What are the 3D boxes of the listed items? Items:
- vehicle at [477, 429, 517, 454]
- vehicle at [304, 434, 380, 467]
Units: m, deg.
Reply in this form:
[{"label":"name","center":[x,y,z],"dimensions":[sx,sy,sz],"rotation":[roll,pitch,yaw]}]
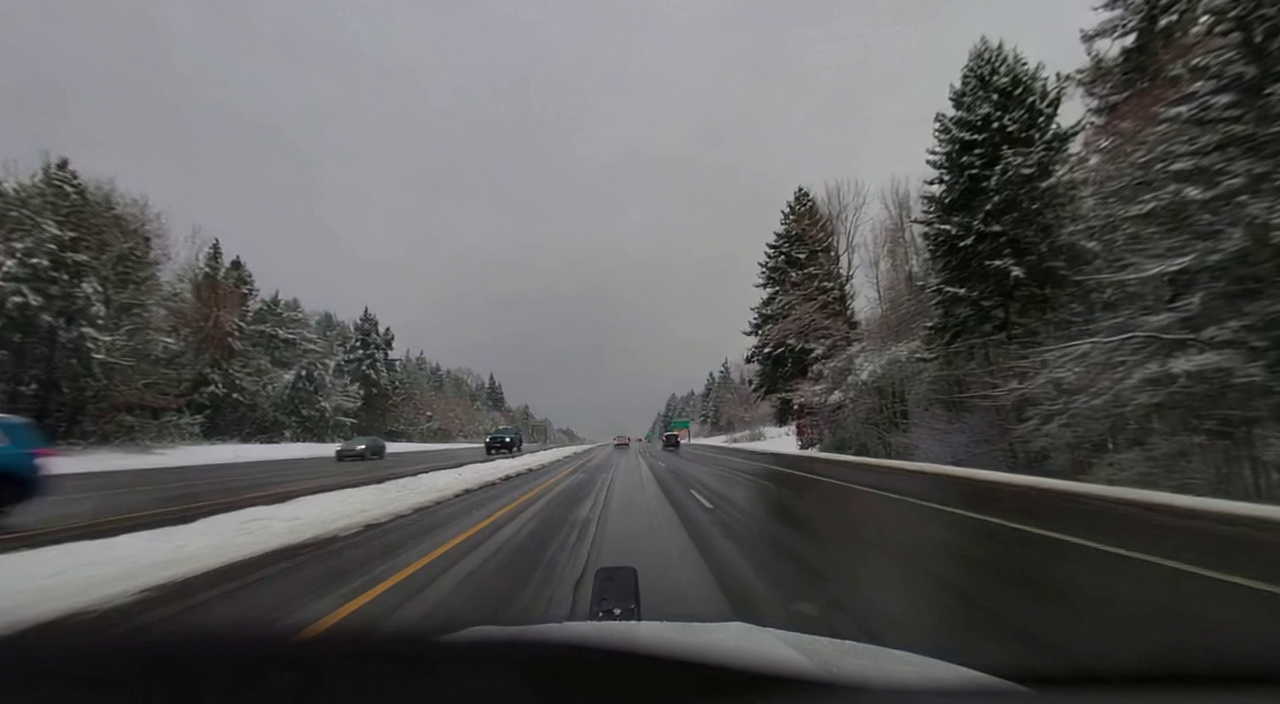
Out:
[{"label":"vehicle","center":[-10.210,6.399,45.227],"dimensions":[1.997,1.729,4.143],"rotation":[0,-8,-1]},{"label":"vehicle","center":[-14.607,4.820,31.190],"dimensions":[1.836,1.477,4.096],"rotation":[0,-8,-1]}]
